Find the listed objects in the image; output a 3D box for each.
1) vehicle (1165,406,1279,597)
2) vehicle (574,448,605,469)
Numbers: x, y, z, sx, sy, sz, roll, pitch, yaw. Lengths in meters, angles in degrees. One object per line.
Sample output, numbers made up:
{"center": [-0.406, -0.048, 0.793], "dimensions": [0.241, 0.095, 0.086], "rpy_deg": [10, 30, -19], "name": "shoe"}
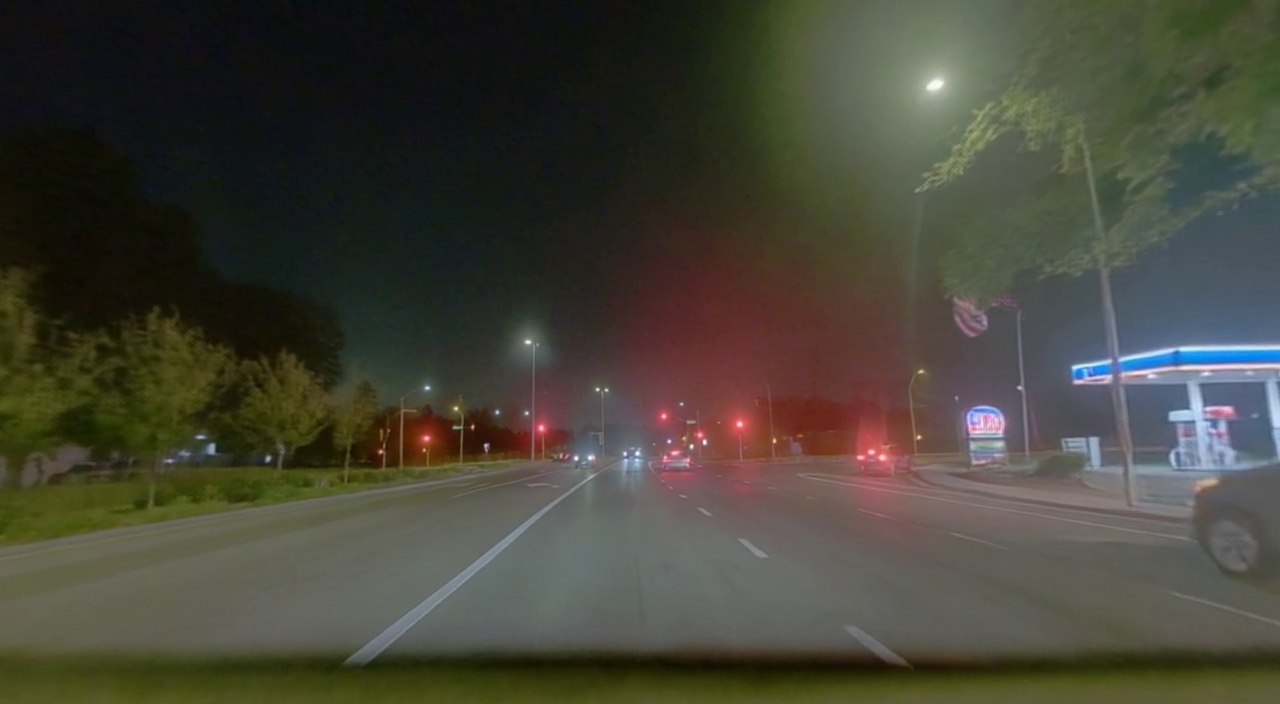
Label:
{"center": [6.644, 1.184, 4.688], "dimensions": [1.950, 1.668, 4.053], "rpy_deg": [0, -9, 0], "name": "vehicle"}
{"center": [-3.804, 8.093, 48.222], "dimensions": [2.049, 1.449, 4.213], "rpy_deg": [0, -9, 0], "name": "vehicle"}
